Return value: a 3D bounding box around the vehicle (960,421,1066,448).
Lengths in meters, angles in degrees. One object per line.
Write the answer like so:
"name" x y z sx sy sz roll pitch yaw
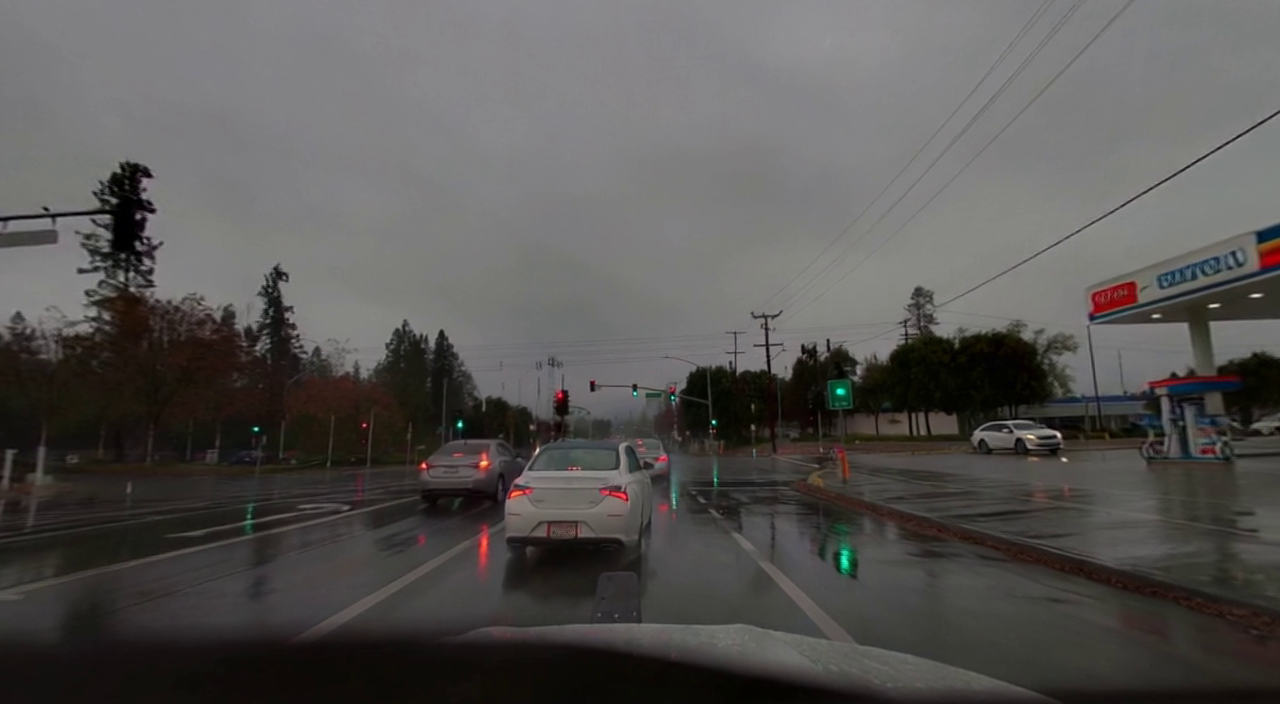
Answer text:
"vehicle" 21.802 4.861 37.044 4.874 1.502 2.048 0 -8 1

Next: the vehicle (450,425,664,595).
"vehicle" -0.669 1.751 7.962 1.916 1.510 4.447 0 -8 2
